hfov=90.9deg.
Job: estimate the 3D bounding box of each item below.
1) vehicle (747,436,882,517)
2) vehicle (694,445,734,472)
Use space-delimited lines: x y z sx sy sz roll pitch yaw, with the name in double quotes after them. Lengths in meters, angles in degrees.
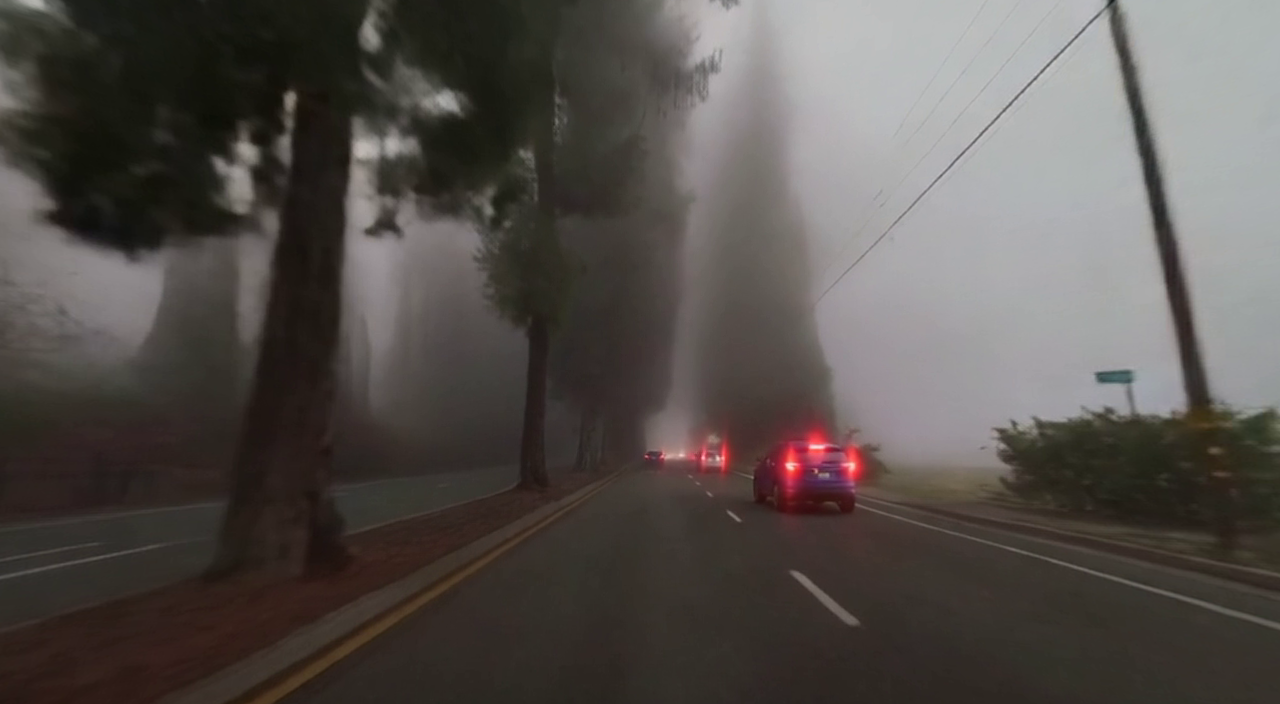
3.906 2.842 14.928 2.052 1.639 4.123 0 -8 1 "vehicle"
4.704 6.821 40.692 2.110 1.666 3.912 0 -8 1 "vehicle"
